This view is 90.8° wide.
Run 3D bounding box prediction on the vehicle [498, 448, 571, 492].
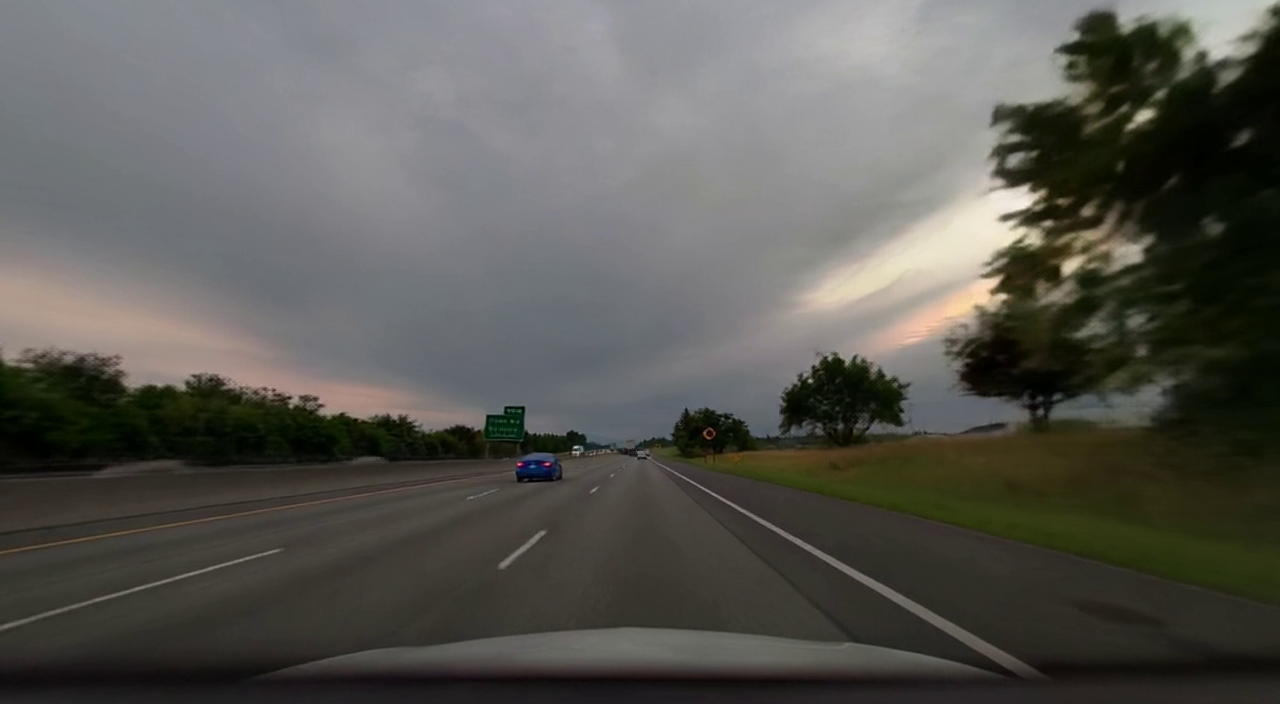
[{"bbox_3d":[-4.037,4.573,24.799,2.121,1.537,3.852,-1,-9,1],"label":"vehicle"}]
